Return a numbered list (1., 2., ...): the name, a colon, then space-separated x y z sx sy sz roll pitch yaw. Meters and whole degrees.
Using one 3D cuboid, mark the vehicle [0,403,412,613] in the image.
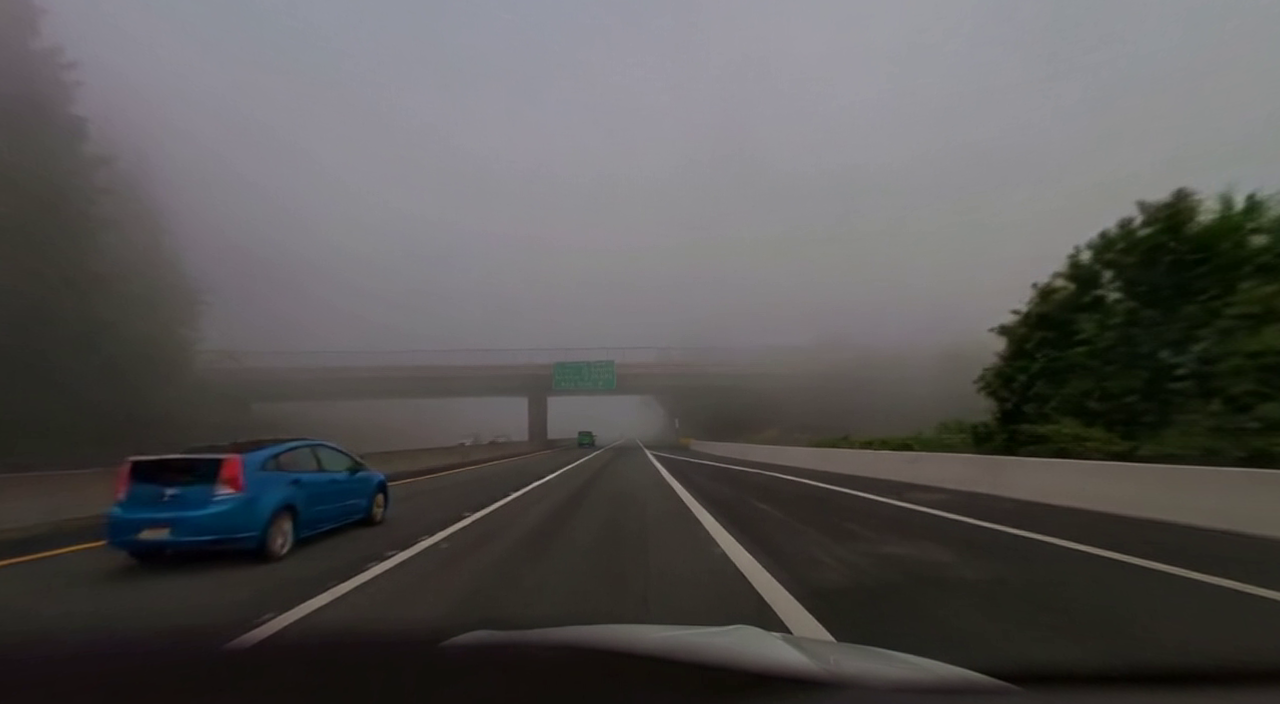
1. vehicle: -4.534 1.526 7.299 2.086 1.624 4.607 0 -8 0
